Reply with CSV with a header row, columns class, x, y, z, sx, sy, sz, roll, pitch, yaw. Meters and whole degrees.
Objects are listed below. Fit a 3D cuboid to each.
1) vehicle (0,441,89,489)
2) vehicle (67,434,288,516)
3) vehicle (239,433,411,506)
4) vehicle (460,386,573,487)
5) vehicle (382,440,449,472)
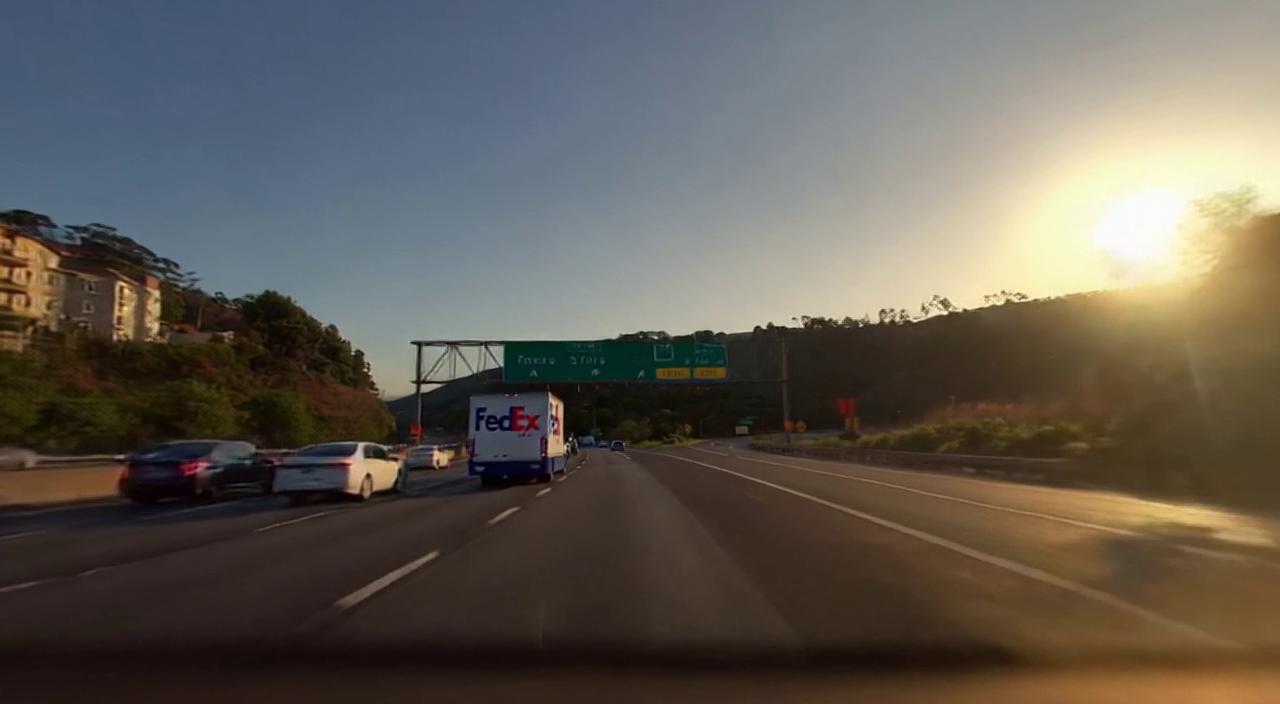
class,x,y,z,sx,sy,sz,roll,pitch,yaw
vehicle,-20.447,3.573,20.152,1.837,1.467,4.280,0,-8,-1
vehicle,-11.496,3.006,16.267,2.021,1.669,4.794,3,-7,0
vehicle,-7.939,2.970,16.543,2.143,1.628,4.559,0,-8,0
vehicle,-4.346,3.223,23.986,2.798,3.212,7.573,0,-8,0
vehicle,-12.044,5.584,34.144,1.981,1.607,4.703,0,-8,-1
